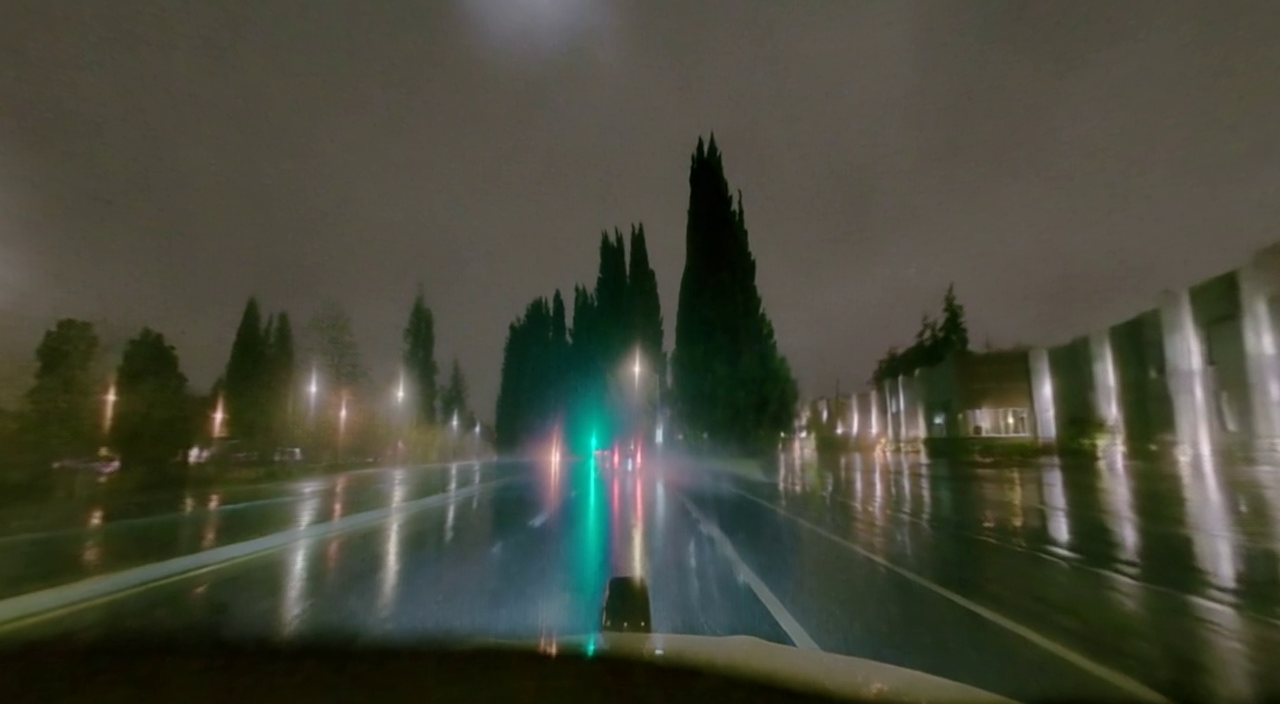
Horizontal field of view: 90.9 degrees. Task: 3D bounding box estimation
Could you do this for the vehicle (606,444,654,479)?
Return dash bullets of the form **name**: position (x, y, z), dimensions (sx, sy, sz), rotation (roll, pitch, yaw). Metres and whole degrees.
- **vehicle**: position (-0.519, 4.935, 28.767), dimensions (2.009, 1.456, 4.003), rotation (0, -8, -3)
